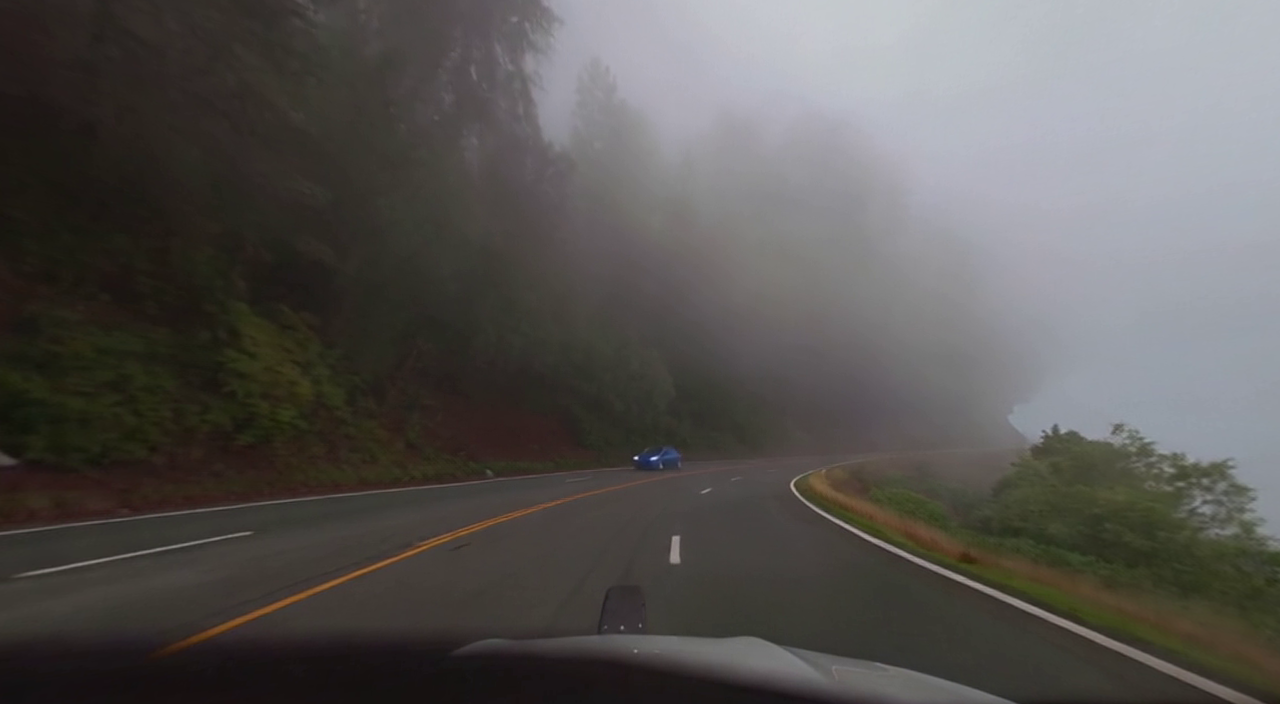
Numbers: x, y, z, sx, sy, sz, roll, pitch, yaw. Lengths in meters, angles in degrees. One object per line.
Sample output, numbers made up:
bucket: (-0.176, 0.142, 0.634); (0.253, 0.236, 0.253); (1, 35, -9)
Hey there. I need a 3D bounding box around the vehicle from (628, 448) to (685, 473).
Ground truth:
vehicle: (1.136, 6.948, 40.518); (2.111, 1.509, 4.823); (-4, -10, 21)
